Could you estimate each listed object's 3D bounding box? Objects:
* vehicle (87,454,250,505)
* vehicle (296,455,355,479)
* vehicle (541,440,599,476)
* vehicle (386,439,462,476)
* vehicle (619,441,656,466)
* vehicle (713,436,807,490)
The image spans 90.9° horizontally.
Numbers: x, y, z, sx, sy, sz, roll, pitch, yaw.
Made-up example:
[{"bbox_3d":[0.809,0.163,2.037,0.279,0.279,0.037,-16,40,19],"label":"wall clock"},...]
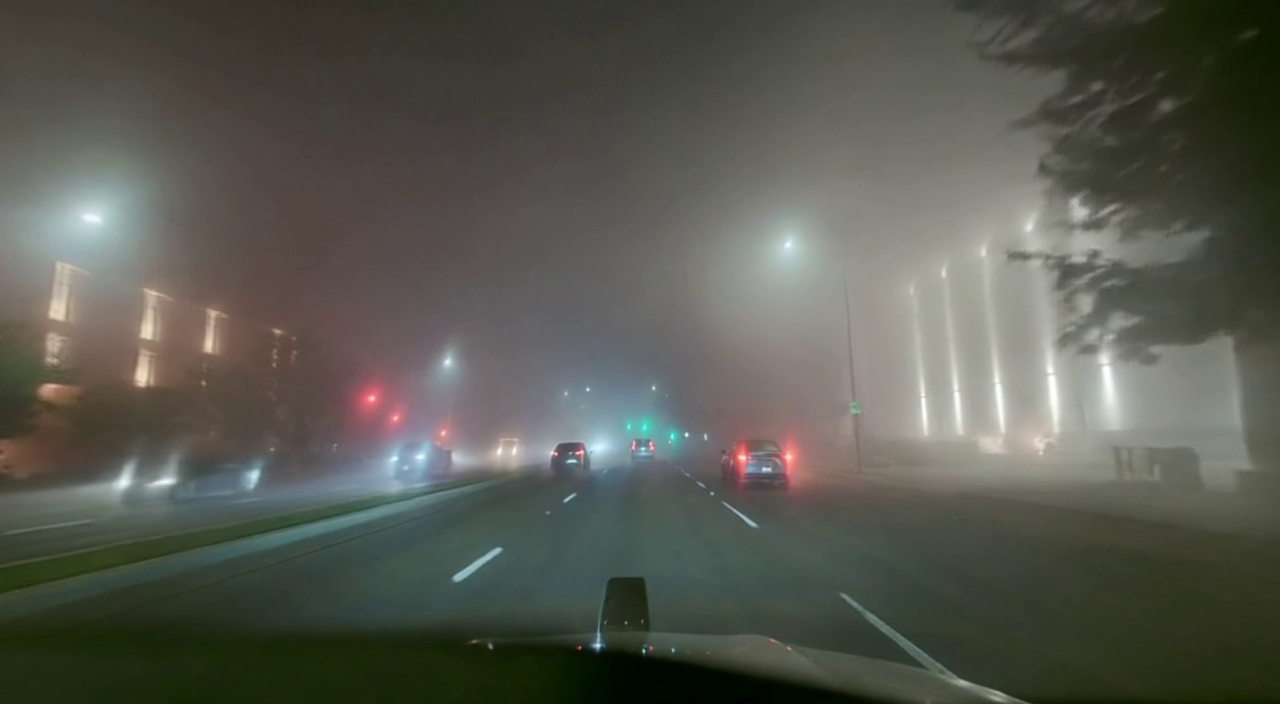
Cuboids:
[{"bbox_3d":[-16.005,4.298,21.793,2.018,1.465,4.672,0,-8,0],"label":"vehicle"},{"bbox_3d":[-22.459,8.212,45.247,1.801,1.467,4.723,0,-8,0],"label":"vehicle"},{"bbox_3d":[-3.068,4.754,28.515,2.082,1.467,4.379,0,-8,1],"label":"vehicle"},{"bbox_3d":[-12.298,6.021,36.447,2.296,1.941,5.816,-1,-8,0],"label":"vehicle"},{"bbox_3d":[-0.175,6.169,38.536,2.101,1.480,3.929,0,-8,-1],"label":"vehicle"},{"bbox_3d":[3.585,3.399,19.738,1.990,1.486,4.431,0,-8,-1],"label":"vehicle"}]
